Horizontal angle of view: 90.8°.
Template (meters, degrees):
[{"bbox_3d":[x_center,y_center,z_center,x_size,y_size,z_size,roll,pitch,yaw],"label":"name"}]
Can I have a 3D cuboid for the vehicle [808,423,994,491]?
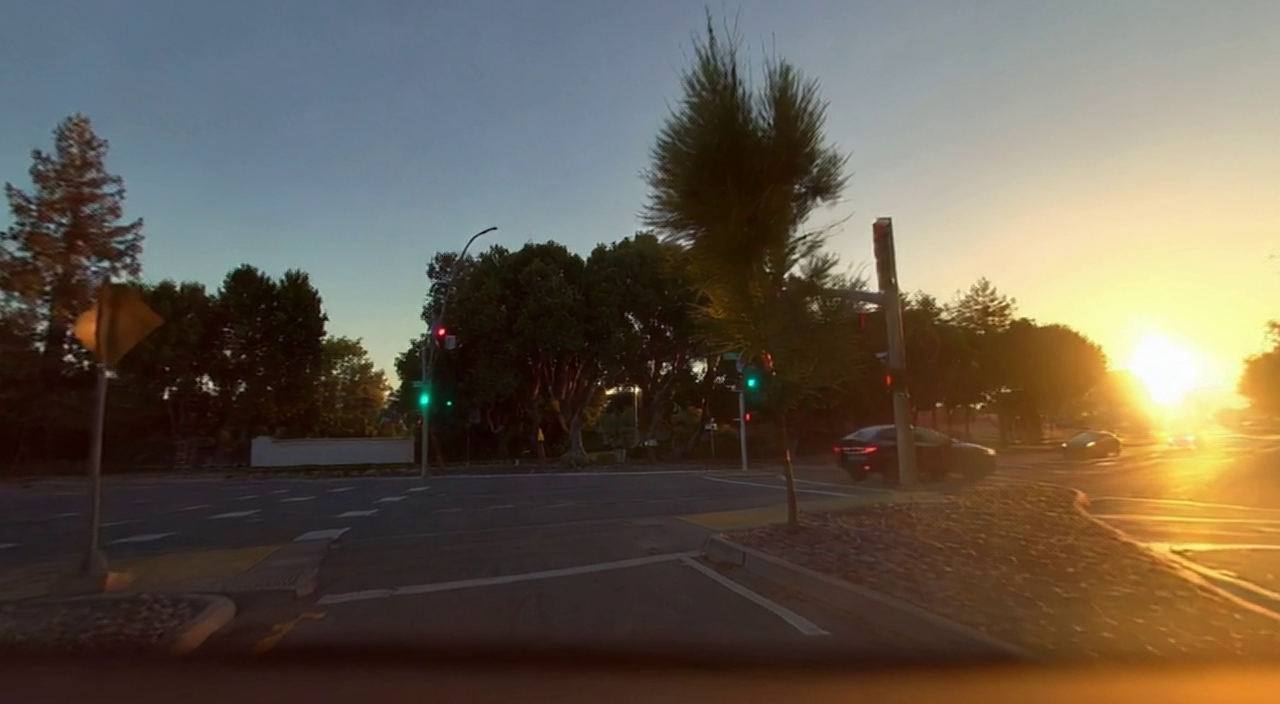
[{"bbox_3d":[6.985,2.759,16.916,4.545,1.602,2.014,4,-9,-26],"label":"vehicle"}]
